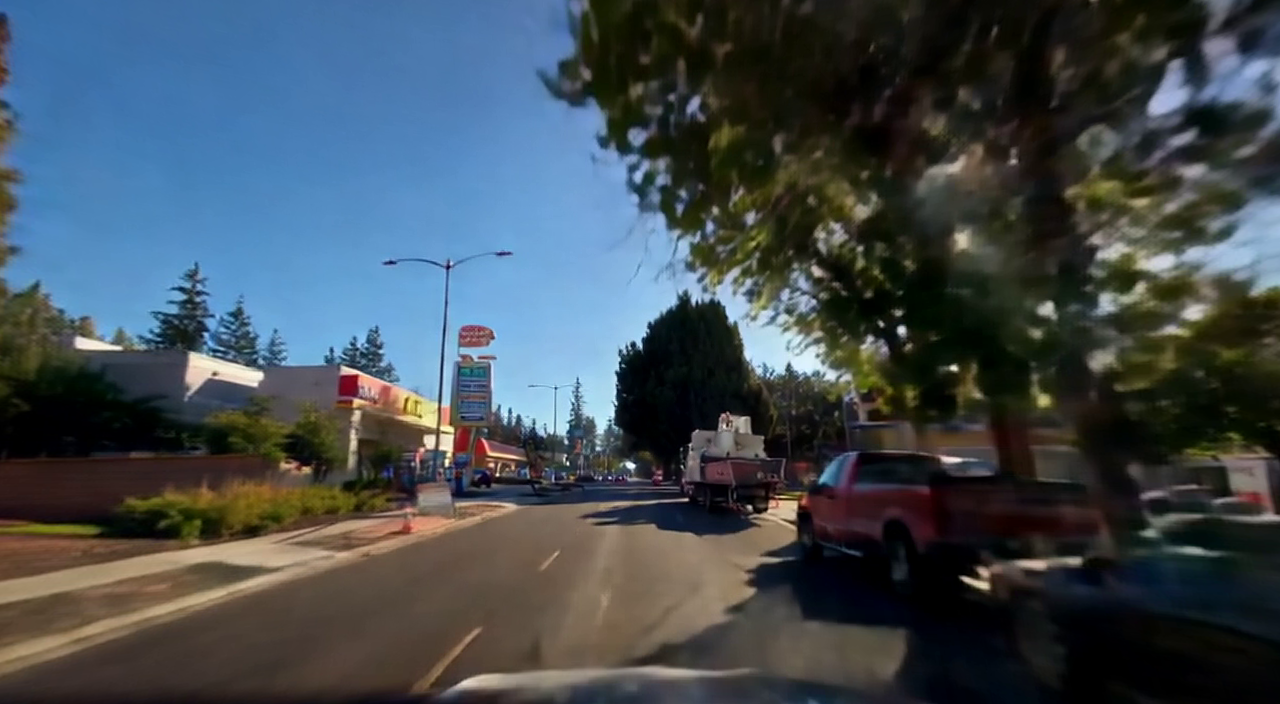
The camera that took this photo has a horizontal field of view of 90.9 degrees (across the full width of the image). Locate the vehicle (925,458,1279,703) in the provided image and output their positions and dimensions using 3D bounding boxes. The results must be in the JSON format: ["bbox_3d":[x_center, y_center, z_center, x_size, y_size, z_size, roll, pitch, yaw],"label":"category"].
[{"bbox_3d":[3.240,1.304,3.066,1.844,1.498,3.898,1,-11,0],"label":"vehicle"}]

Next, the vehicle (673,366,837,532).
[{"bbox_3d":[3.218,3.678,22.743,2.990,4.098,13.928,1,-11,-1],"label":"vehicle"}]

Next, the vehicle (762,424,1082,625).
[{"bbox_3d":[3.179,2.089,8.388,2.050,1.906,4.374,1,-11,-2],"label":"vehicle"}]
